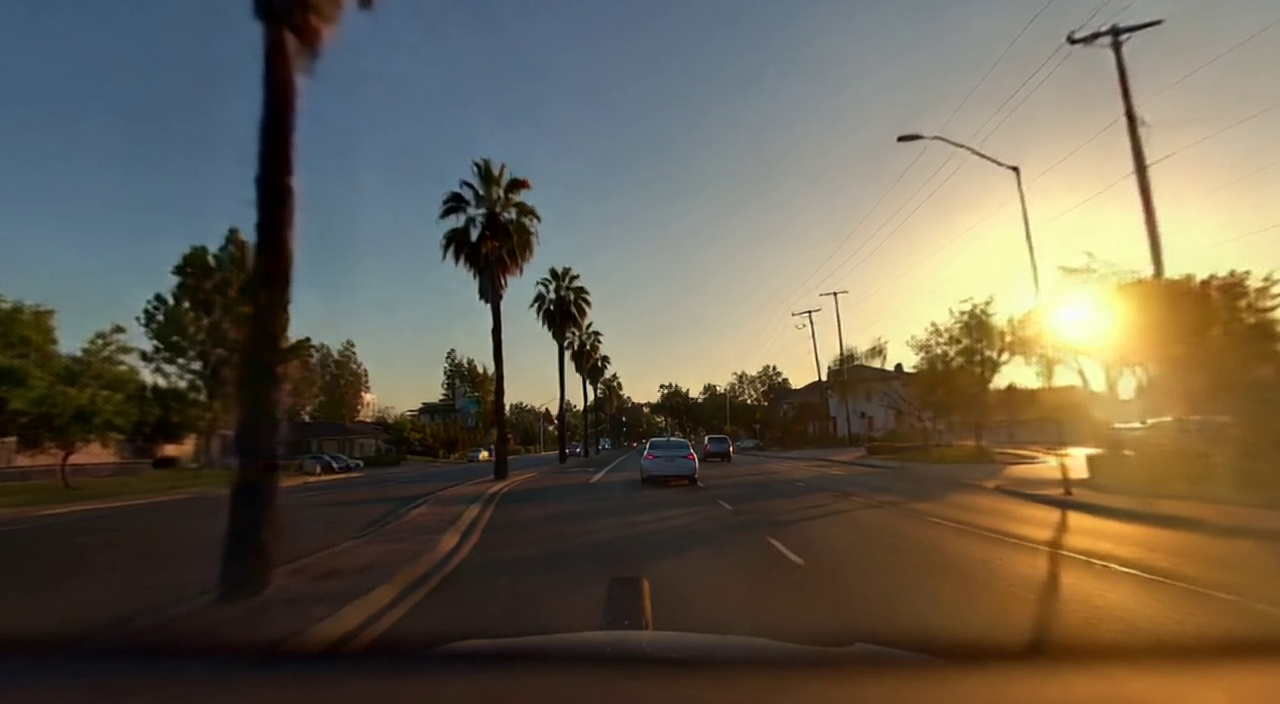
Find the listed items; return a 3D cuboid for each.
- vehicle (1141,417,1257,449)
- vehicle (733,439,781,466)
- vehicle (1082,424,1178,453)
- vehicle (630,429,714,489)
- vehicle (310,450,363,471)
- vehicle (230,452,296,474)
[{"bbox_3d":[32.754,4.831,37.128,1.946,1.740,4.813,1,-9,-10],"label":"vehicle"},{"bbox_3d":[6.645,5.747,36.230,1.897,1.477,4.360,0,-8,-1],"label":"vehicle"},{"bbox_3d":[27.641,4.933,35.728,1.781,1.520,3.979,2,-9,-13],"label":"vehicle"},{"bbox_3d":[0.875,3.316,19.874,2.289,1.679,4.180,0,-8,-2],"label":"vehicle"},{"bbox_3d":[-23.400,8.335,48.749,1.834,1.499,4.346,0,-8,1],"label":"vehicle"},{"bbox_3d":[-26.388,7.764,44.350,1.813,1.452,4.619,0,-8,0],"label":"vehicle"}]
